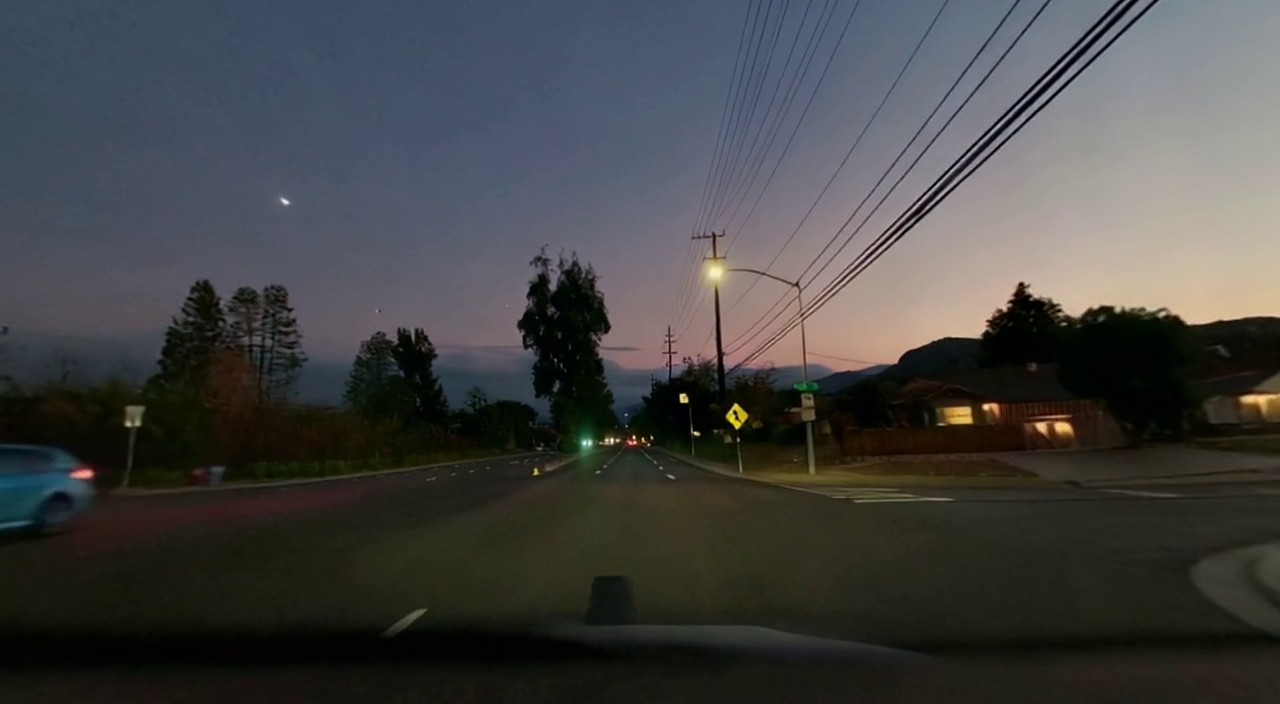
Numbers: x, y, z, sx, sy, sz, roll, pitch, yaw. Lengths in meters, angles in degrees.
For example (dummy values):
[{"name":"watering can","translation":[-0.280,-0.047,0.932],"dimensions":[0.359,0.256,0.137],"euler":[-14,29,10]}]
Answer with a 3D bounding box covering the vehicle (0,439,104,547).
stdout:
[{"name":"vehicle","translation":[-11.032,2.129,9.375],"dimensions":[2.072,1.680,4.705],"euler":[0,-9,-1]}]
